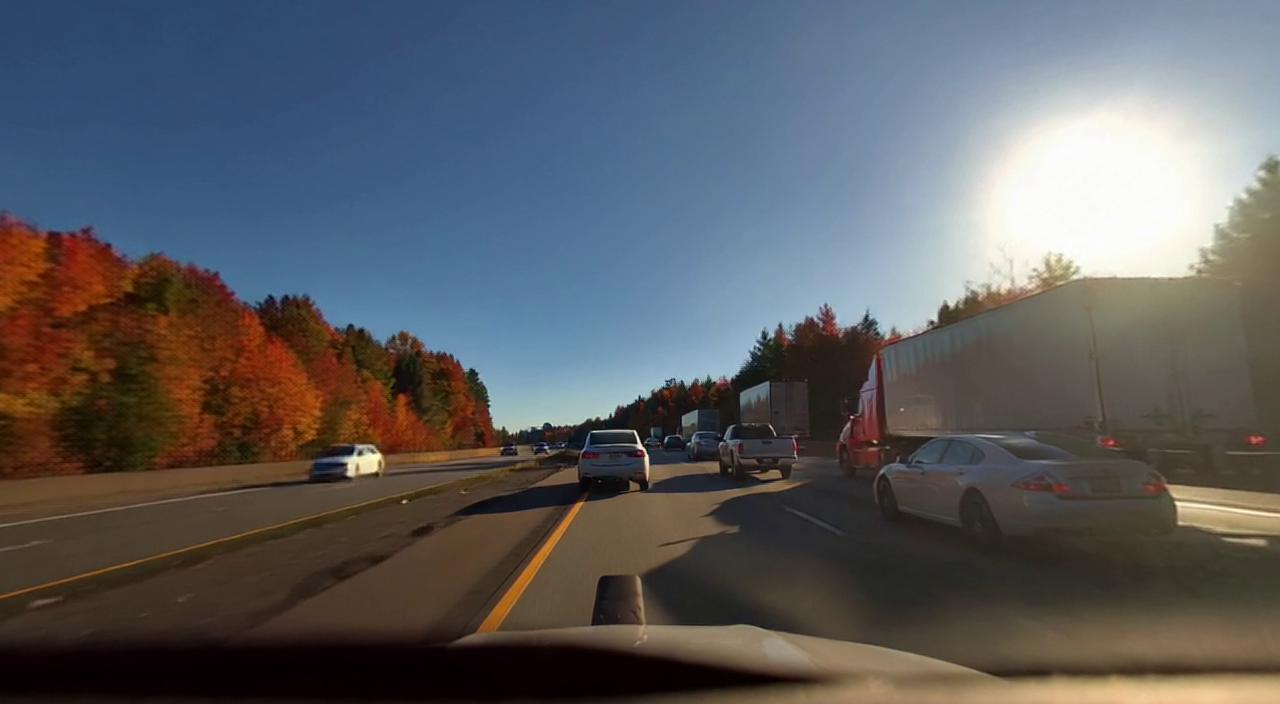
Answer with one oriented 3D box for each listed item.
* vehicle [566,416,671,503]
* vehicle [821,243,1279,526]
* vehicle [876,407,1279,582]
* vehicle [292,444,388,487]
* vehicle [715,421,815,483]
[{"bbox_3d":[-0.459,2.446,14.835,2.087,1.709,4.455,0,-8,-1],"label":"vehicle"},{"bbox_3d":[8.357,1.354,16.125,2.908,4.099,14.103,0,-8,-1],"label":"vehicle"},{"bbox_3d":[4.707,1.530,7.625,2.040,1.523,4.068,0,-8,-1],"label":"vehicle"},{"bbox_3d":[-11.635,4.401,24.720,1.874,1.504,3.847,0,-8,0],"label":"vehicle"},{"bbox_3d":[3.675,3.012,19.278,2.147,1.707,3.963,0,-8,-2],"label":"vehicle"}]
